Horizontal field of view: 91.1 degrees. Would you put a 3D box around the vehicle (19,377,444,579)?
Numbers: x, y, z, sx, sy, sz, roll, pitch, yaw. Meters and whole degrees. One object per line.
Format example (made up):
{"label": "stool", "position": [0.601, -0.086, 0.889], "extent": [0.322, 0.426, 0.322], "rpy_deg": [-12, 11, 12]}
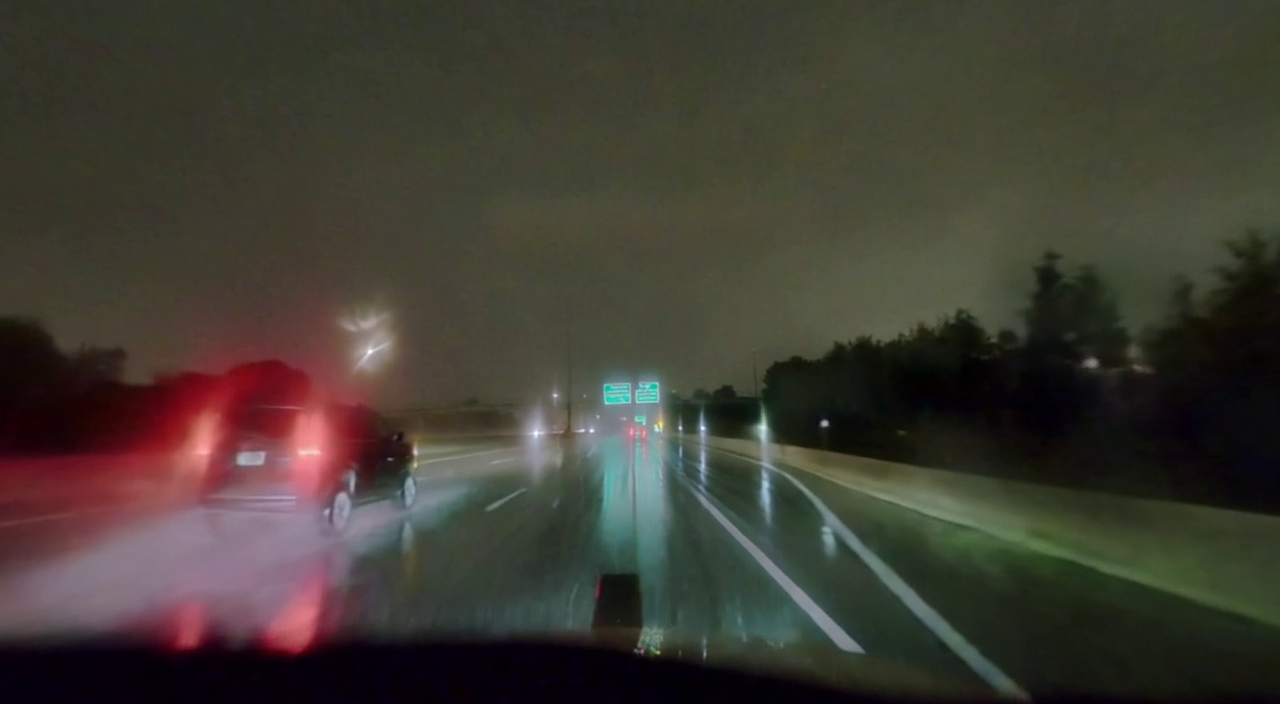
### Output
{"label": "vehicle", "position": [-4.269, 1.406, 7.872], "extent": [2.153, 1.730, 4.772], "rpy_deg": [0, -8, -1]}
